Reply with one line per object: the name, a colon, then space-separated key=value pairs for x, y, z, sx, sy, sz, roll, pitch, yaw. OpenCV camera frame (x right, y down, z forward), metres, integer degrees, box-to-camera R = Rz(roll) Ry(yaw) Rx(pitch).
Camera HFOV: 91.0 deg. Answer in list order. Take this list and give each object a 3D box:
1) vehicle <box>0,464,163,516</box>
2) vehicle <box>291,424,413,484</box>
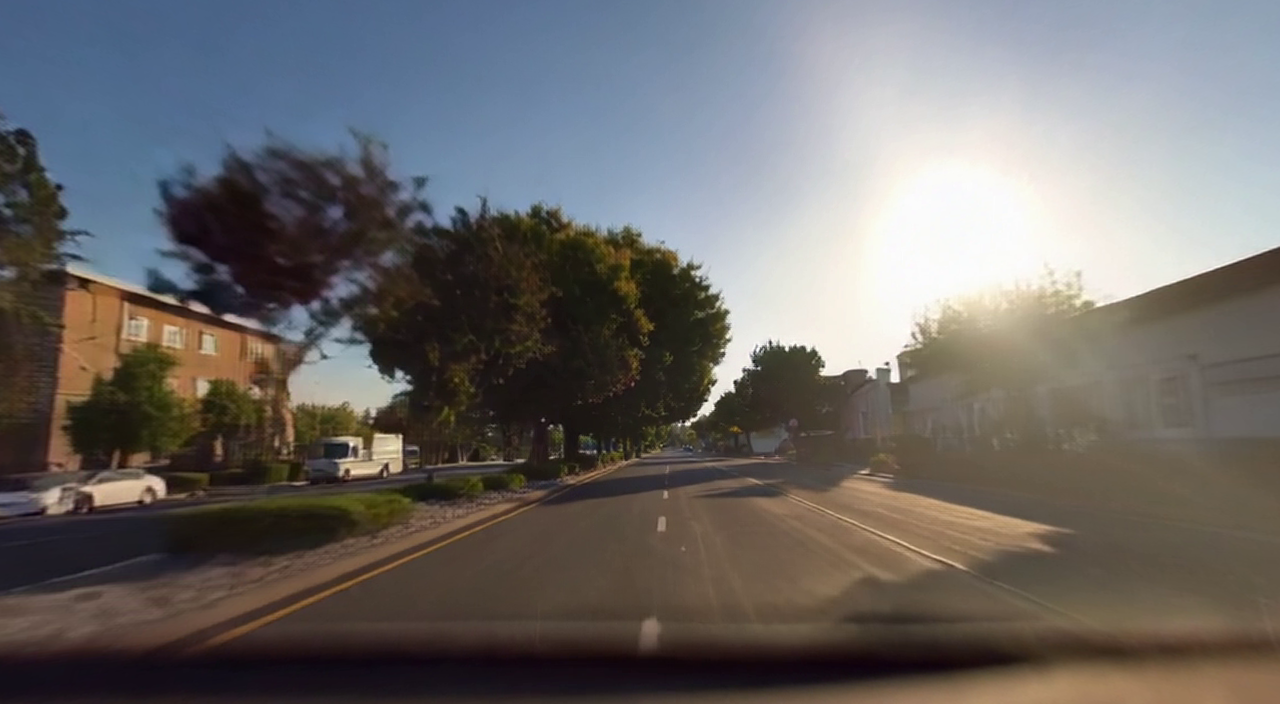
vehicle: x=-19.615 y=4.777 z=22.184 sx=1.820 sy=1.459 sz=4.559 roll=0 pitch=-9 yaw=3
vehicle: x=-18.756 y=6.747 z=42.052 sx=2.898 sy=3.487 sz=9.955 roll=0 pitch=-9 yaw=3
